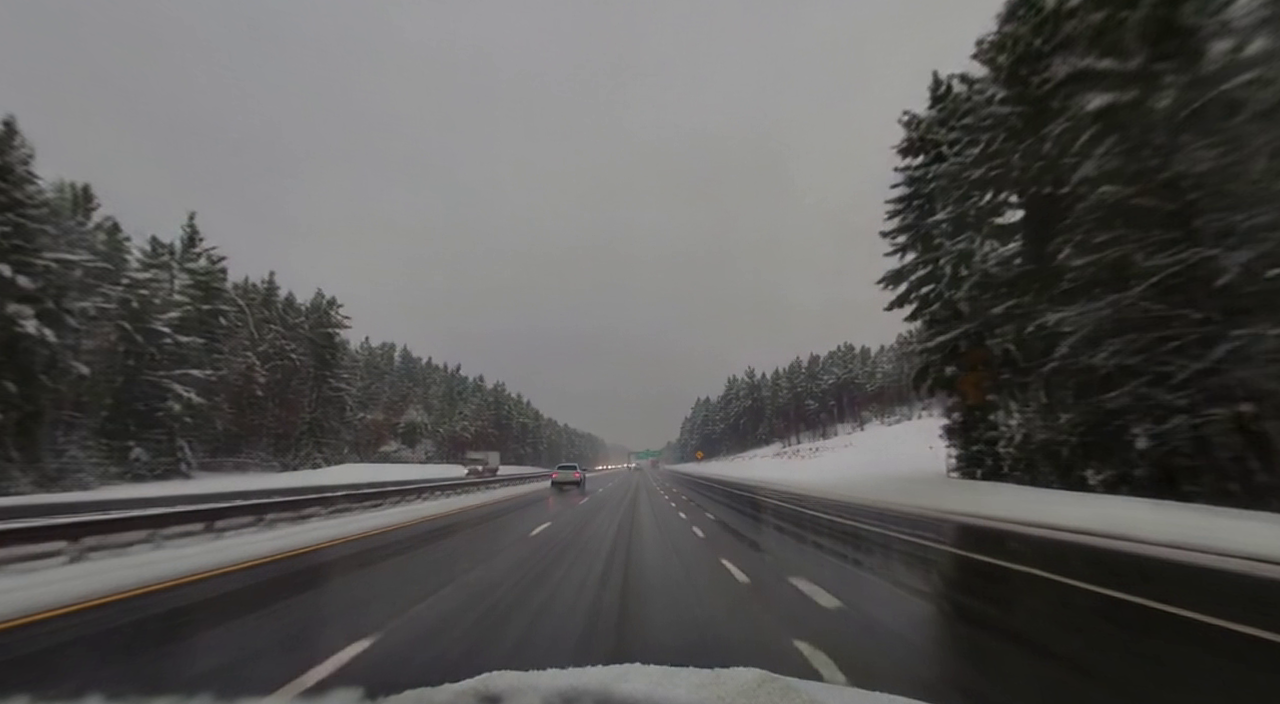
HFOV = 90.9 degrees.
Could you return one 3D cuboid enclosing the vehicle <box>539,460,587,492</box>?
[{"bbox_3d":[-4.238,6.890,35.160,2.180,1.618,4.219,1,-10,-1],"label":"vehicle"}]
